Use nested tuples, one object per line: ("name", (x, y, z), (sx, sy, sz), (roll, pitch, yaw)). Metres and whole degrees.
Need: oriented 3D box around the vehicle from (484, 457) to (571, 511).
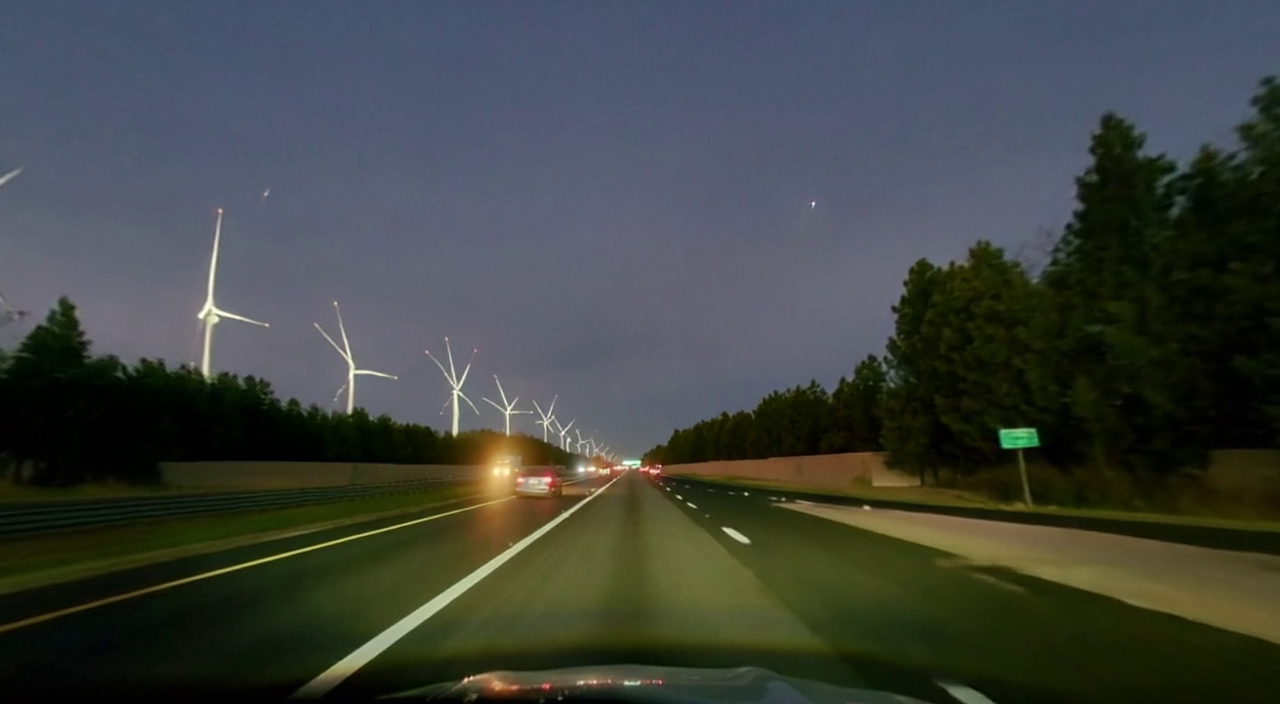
("vehicle", (-3.496, 4.227, 20.349), (2.001, 1.486, 4.104), (1, -10, 0))
